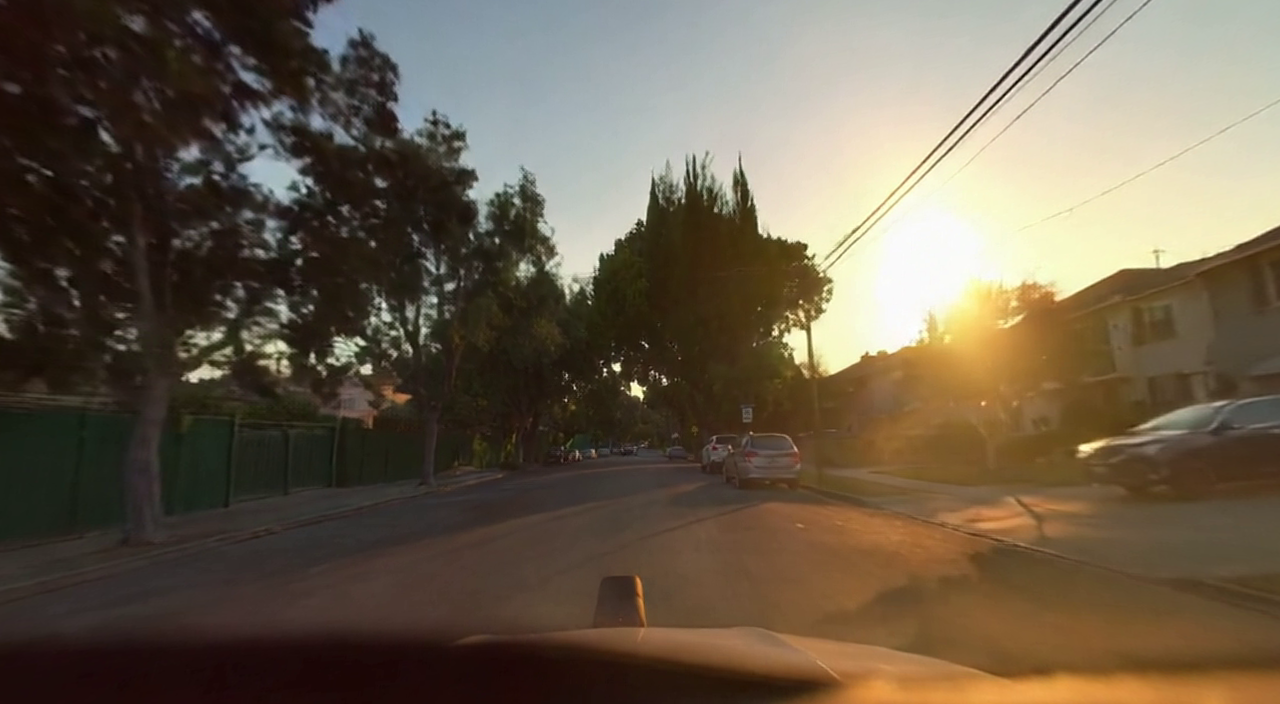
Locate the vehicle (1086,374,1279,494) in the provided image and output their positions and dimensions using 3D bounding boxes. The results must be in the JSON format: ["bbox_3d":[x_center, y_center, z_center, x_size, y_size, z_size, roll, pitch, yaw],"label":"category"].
[{"bbox_3d":[10.915,1.379,10.663,5.046,1.800,2.201,0,-8,0],"label":"vehicle"}]

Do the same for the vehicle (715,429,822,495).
[{"bbox_3d":[3.582,3.175,18.659,2.122,1.673,4.876,0,-8,0],"label":"vehicle"}]
